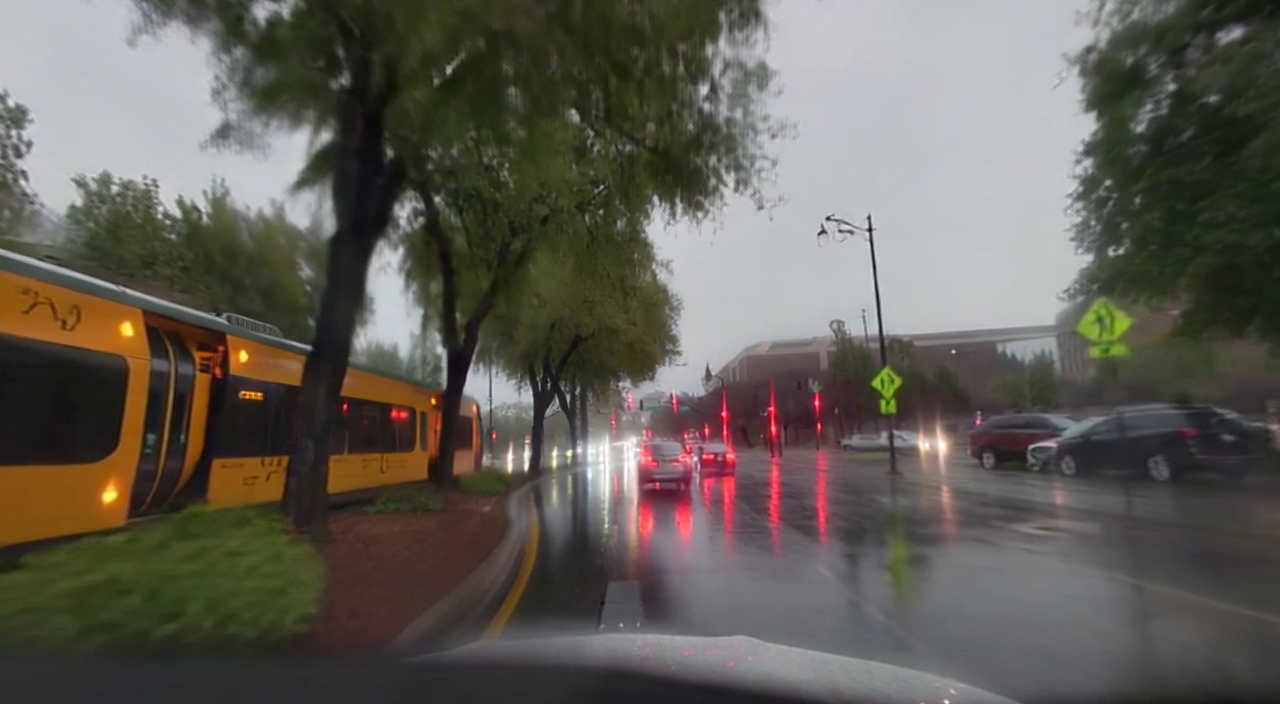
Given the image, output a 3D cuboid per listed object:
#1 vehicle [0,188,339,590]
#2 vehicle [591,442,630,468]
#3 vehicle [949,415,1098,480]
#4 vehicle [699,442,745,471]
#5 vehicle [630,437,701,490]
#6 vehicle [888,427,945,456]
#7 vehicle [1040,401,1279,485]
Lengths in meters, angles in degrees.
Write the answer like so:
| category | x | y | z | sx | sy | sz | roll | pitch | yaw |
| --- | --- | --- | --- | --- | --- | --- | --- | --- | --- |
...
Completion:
| category | x | y | z | sx | sy | sz | roll | pitch | yaw |
| --- | --- | --- | --- | --- | --- | --- | --- | --- | --- |
| vehicle | -7.396 | 0.271 | 5.275 | 2.897 | 3.700 | 13.528 | 0 | -7 | 1 |
| vehicle | -1.719 | 6.269 | 38.713 | 2.118 | 1.478 | 4.076 | 0 | -8 | 1 |
| vehicle | 14.034 | 3.439 | 23.659 | 2.221 | 2.116 | 5.535 | 0 | -6 | 2 |
| vehicle | 4.393 | 5.650 | 34.410 | 1.944 | 1.447 | 4.392 | 0 | -8 | 0 |
| vehicle | 0.759 | 3.484 | 20.082 | 2.002 | 1.471 | 4.337 | 0 | -8 | 1 |
| vehicle | 19.832 | 6.454 | 45.508 | 2.116 | 1.937 | 4.515 | 0 | -8 | 2 |
| vehicle | 13.801 | 2.497 | 17.279 | 2.145 | 1.911 | 5.581 | 0 | -8 | 1 |
